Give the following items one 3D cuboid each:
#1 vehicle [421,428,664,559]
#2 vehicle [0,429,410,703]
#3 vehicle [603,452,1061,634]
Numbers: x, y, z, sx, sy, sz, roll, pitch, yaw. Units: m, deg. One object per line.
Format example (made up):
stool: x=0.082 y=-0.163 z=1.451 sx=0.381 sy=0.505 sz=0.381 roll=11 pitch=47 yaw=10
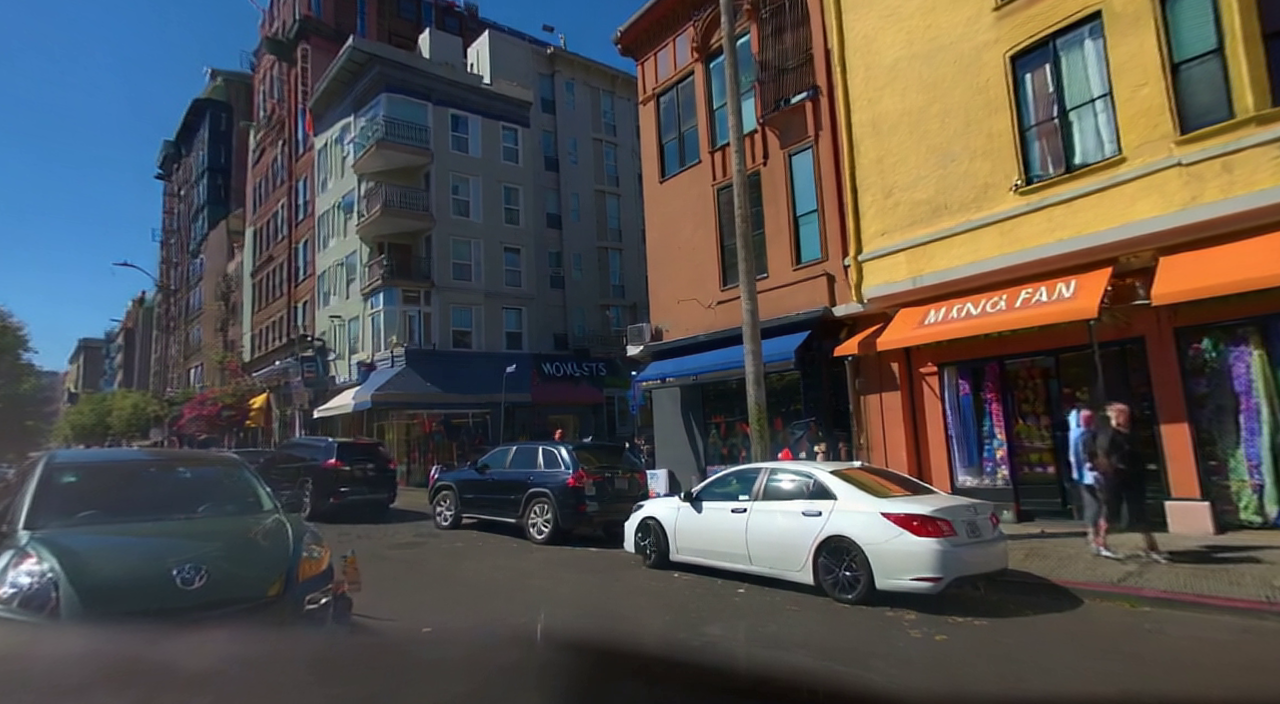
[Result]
vehicle: x=-1.904 y=2.359 z=11.320 sx=4.580 sy=1.853 sz=1.862 roll=-8 pitch=-12 yaw=43
vehicle: x=-3.535 y=1.309 z=4.263 sx=4.330 sy=1.458 sz=1.932 roll=-8 pitch=-12 yaw=43
vehicle: x=1.907 y=1.926 z=7.513 sx=4.830 sy=1.421 sz=1.826 roll=-8 pitch=-11 yaw=42
